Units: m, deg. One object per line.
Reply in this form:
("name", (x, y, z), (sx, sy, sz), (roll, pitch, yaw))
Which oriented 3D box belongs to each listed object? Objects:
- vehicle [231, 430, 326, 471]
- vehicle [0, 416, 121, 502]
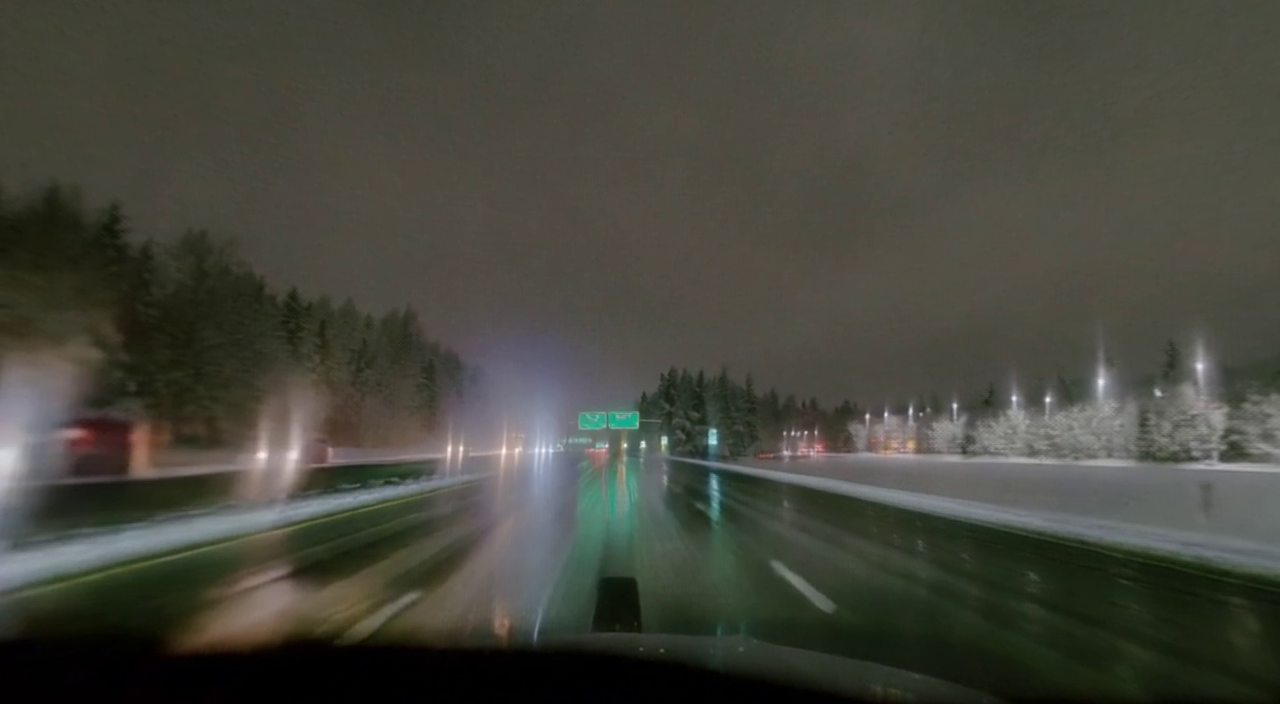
("vehicle", (-18.047, 4.980, 31.609), (2.009, 1.883, 4.660), (0, -9, -1))
("vehicle", (-12.553, 1.958, 11.435), (2.021, 1.545, 4.889), (0, -9, -1))
